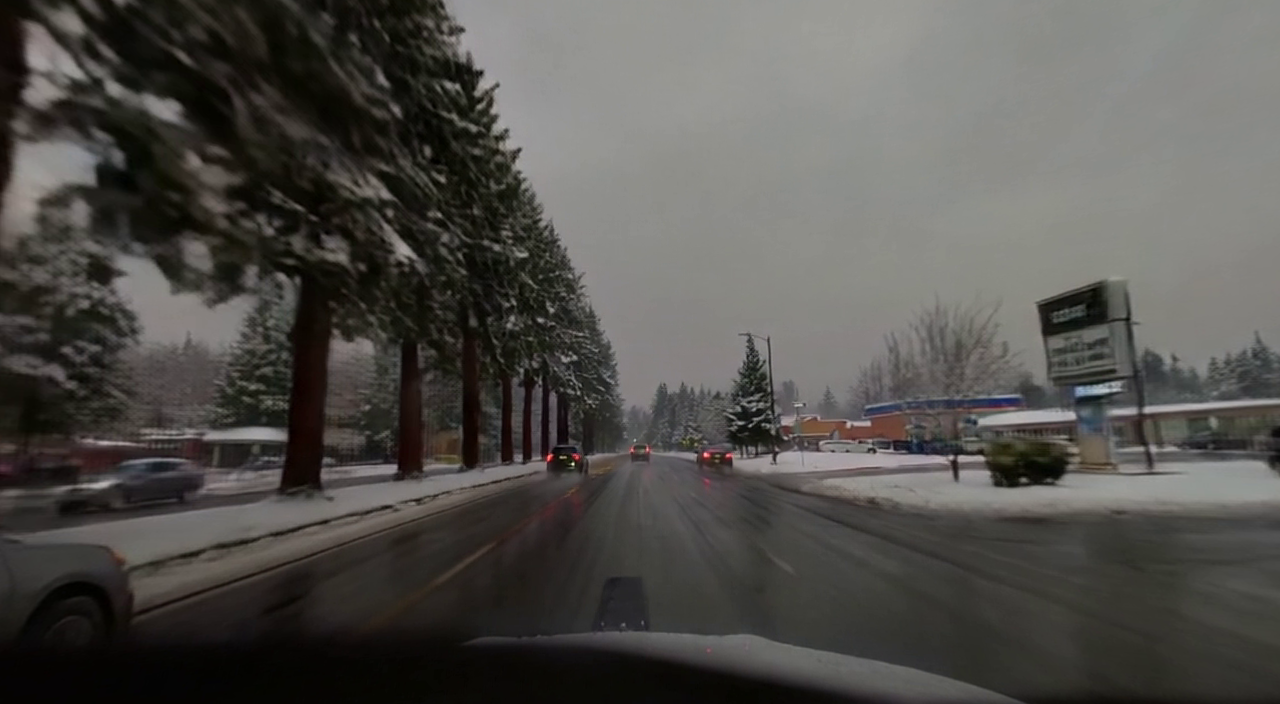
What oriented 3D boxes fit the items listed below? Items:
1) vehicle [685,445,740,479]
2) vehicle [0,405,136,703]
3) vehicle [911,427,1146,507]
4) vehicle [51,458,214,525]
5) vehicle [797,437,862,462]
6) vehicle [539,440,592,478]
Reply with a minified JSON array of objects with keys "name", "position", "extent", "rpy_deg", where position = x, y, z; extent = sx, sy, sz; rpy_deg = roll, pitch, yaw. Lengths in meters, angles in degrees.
[{"name":"vehicle","position":[3.379,5.239,30.268],"extent":[2.010,1.486,4.498],"rpy_deg":[0,-9,-1]},{"name":"vehicle","position":[-3.835,0.721,0.909],"extent":[1.988,1.530,5.155],"rpy_deg":[0,-9,0]},{"name":"vehicle","position":[9.396,2.779,15.481],"extent":[4.526,1.768,2.056],"rpy_deg":[1,-9,-8]},{"name":"vehicle","position":[-13.591,3.696,17.281],"extent":[1.839,1.478,4.437],"rpy_deg":[3,-9,-16]},{"name":"vehicle","position":[14.195,7.310,47.492],"extent":[2.097,1.779,4.720],"rpy_deg":[4,-9,-24]},{"name":"vehicle","position":[-3.649,5.336,31.649],"extent":[2.051,1.747,4.370],"rpy_deg":[0,-9,1]}]
